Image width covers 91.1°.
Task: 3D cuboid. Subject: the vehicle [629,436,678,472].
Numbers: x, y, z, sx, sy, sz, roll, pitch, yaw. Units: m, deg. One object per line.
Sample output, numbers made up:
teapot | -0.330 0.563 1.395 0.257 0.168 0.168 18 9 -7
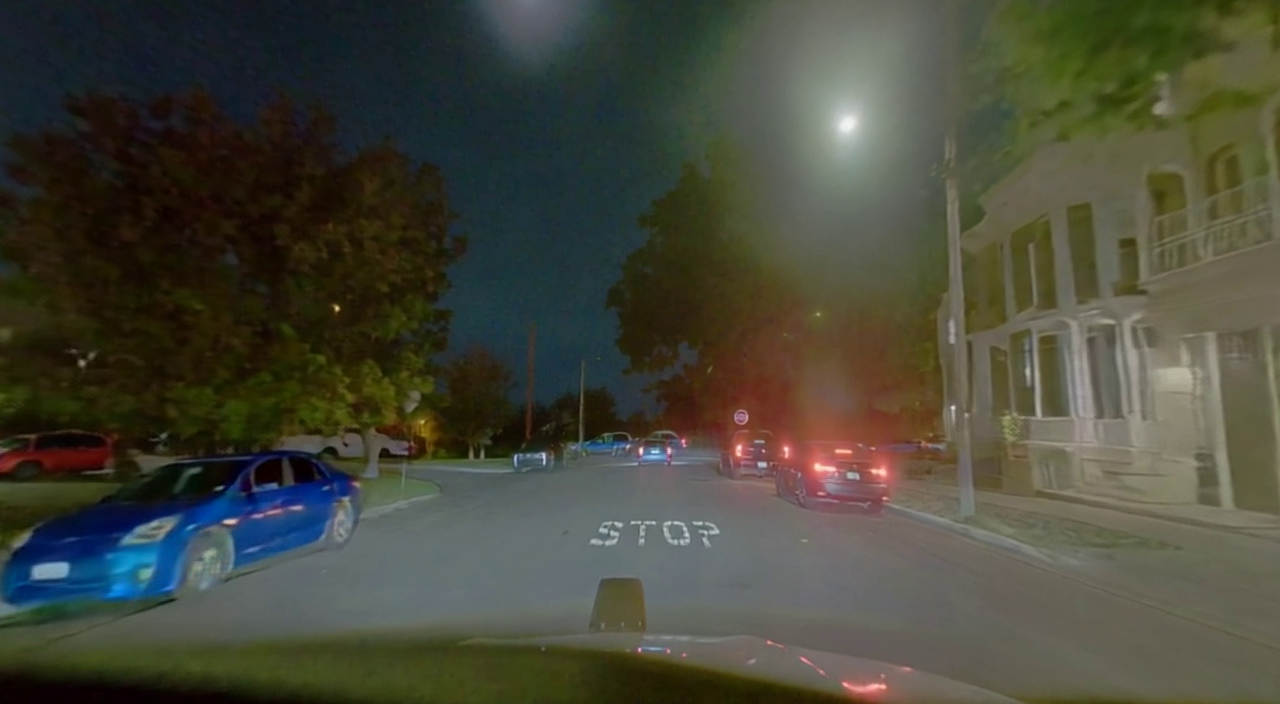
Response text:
vehicle | 0.567 4.548 28.204 2.010 1.499 4.107 0 -9 0

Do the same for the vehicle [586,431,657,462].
vehicle | -1.435 6.700 44.638 2.337 2.039 6.413 5 -10 -29

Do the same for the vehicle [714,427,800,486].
vehicle | 3.964 3.600 21.961 2.144 1.751 4.472 2 -8 0

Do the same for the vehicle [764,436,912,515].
vehicle | 4.179 2.666 14.081 1.876 1.477 4.324 0 -8 0

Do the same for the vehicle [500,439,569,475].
vehicle | -4.468 4.536 27.418 1.999 1.441 4.628 -1 -8 3

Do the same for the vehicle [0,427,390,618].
vehicle | -4.880 1.698 7.347 1.909 1.492 4.615 0 -8 1
